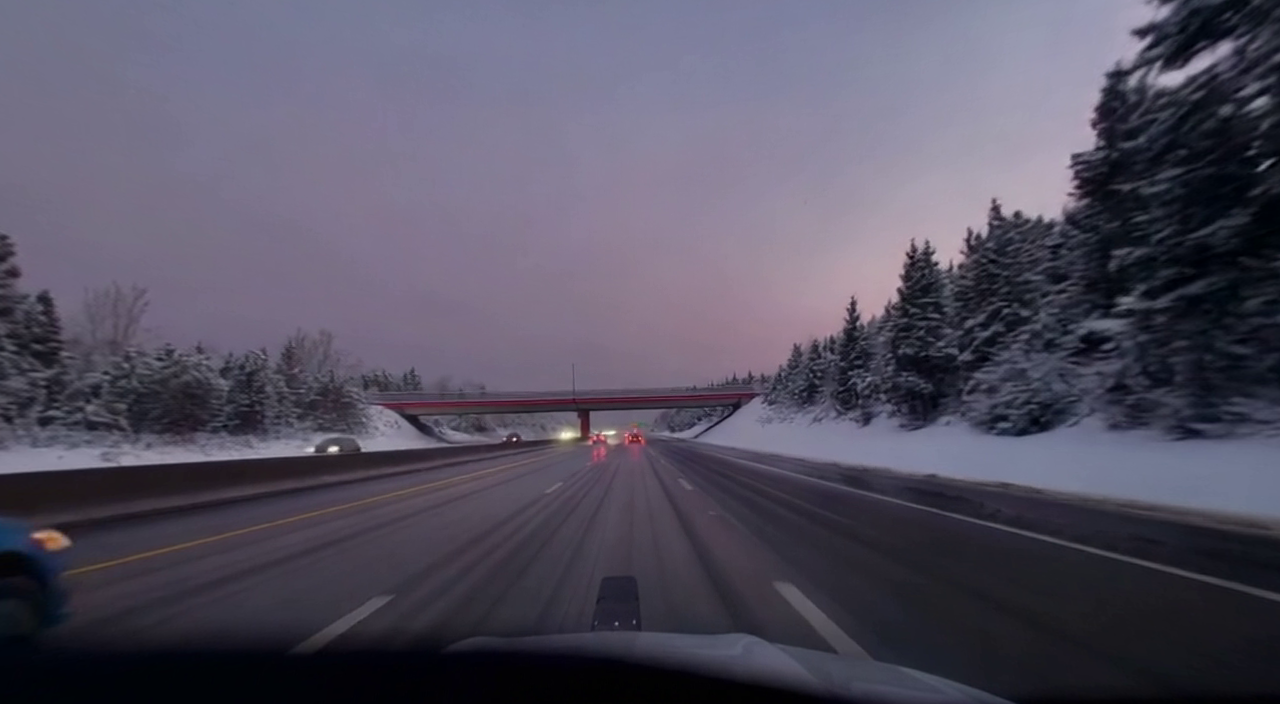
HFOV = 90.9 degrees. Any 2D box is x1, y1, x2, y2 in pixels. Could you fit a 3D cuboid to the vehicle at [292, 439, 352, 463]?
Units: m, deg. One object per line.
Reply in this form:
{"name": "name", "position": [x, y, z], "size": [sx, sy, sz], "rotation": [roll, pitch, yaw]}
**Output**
{"name": "vehicle", "position": [-20.562, 6.402, 40.947], "size": [1.847, 1.443, 4.064], "rotation": [0, -8, 0]}
